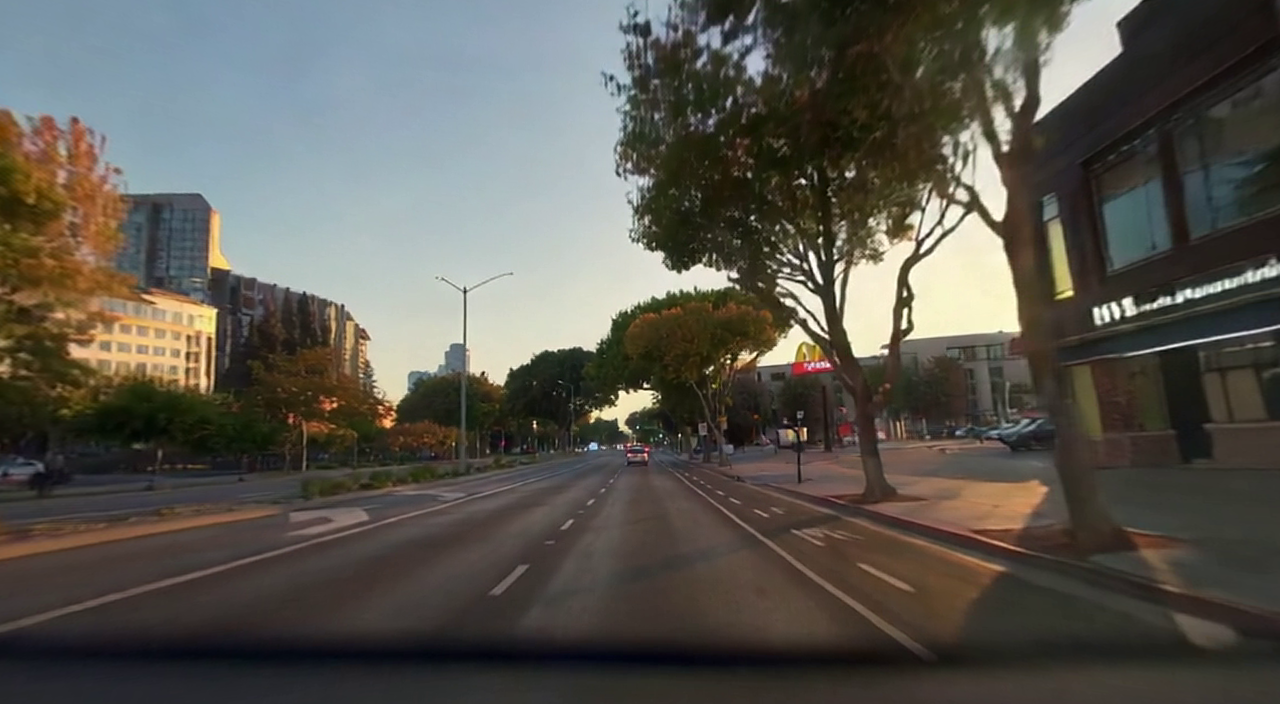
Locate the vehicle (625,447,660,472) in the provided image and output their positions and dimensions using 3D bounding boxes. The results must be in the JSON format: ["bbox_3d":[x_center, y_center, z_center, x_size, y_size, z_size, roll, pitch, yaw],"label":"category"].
[{"bbox_3d":[0.128,6.805,40.072,2.115,1.461,3.976,-1,-10,-1],"label":"vehicle"}]
